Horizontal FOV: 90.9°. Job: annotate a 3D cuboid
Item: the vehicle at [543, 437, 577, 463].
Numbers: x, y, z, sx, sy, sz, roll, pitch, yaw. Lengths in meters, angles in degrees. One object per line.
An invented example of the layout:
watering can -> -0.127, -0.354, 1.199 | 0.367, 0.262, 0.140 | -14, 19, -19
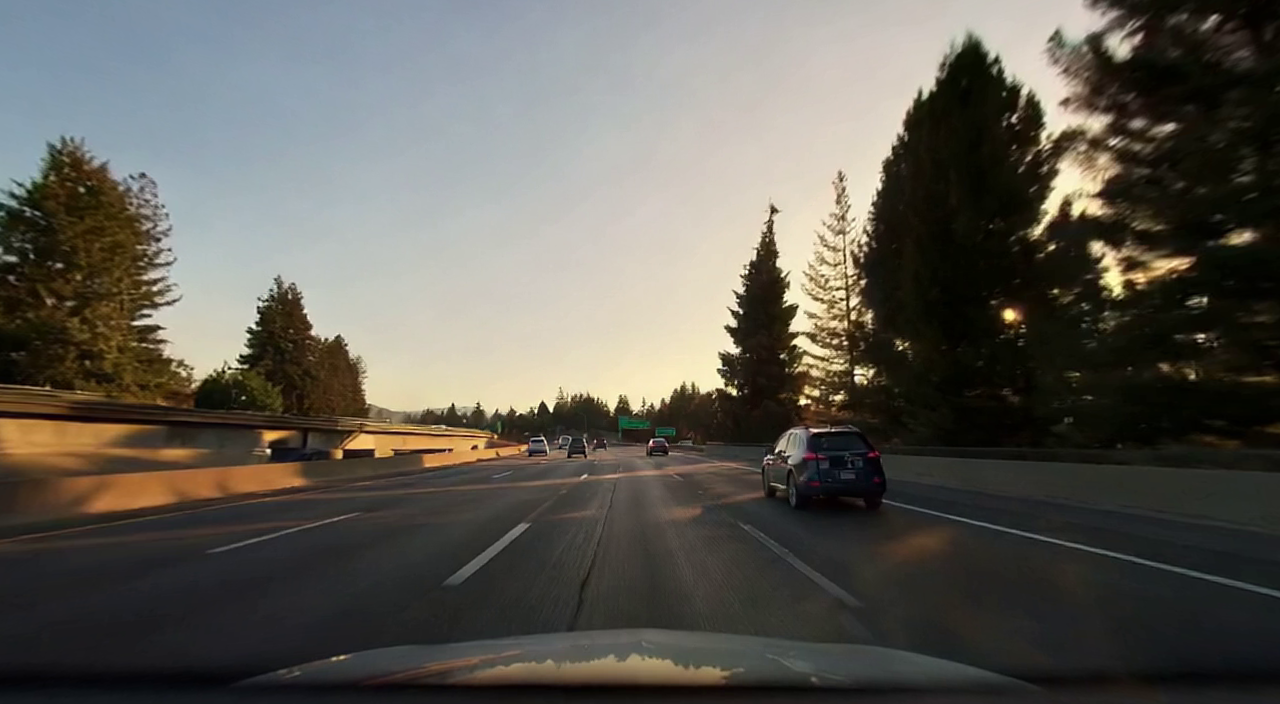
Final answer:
vehicle -> -5.441, 6.711, 43.341 | 2.064, 1.645, 4.286 | 1, -8, -4

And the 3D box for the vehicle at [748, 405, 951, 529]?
vehicle -> 3.443, 1.990, 11.422 | 2.043, 1.795, 4.347 | 0, -8, -2
